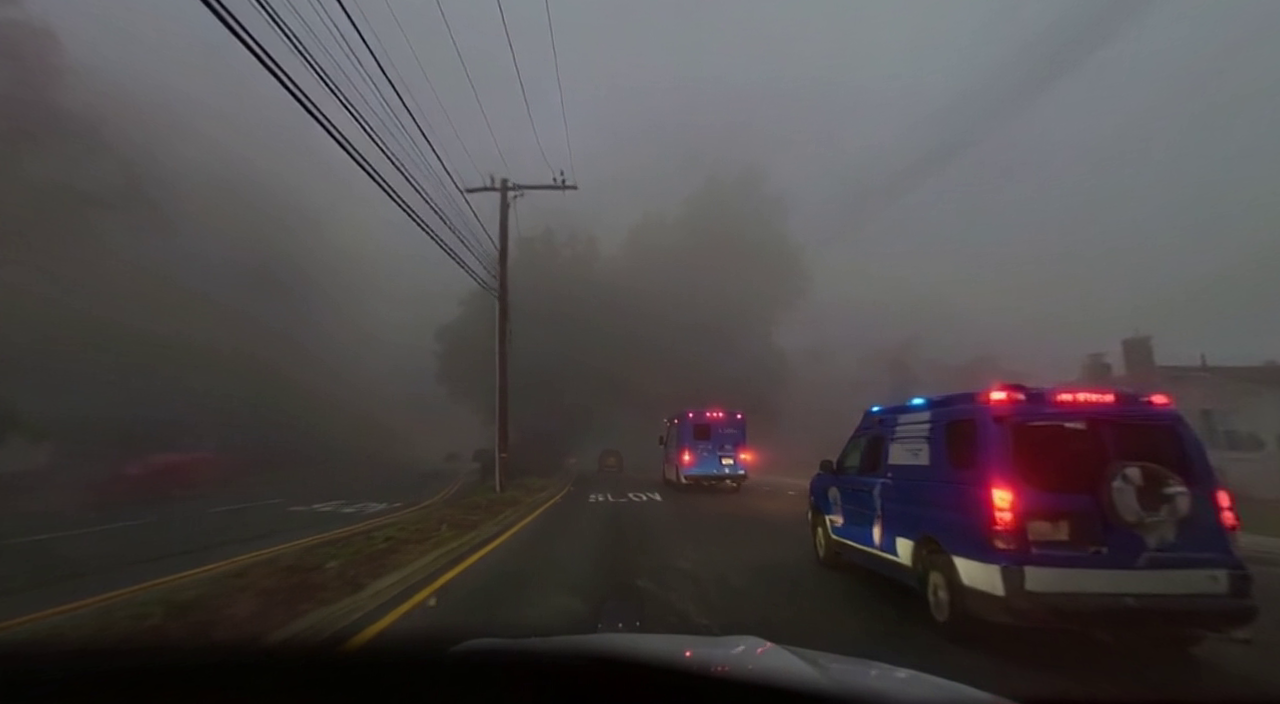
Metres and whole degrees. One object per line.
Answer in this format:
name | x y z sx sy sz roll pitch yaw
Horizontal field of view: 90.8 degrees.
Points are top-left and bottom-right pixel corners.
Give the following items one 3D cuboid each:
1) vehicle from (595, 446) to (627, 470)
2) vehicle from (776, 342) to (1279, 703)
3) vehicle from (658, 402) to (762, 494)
vehicle | -2.257 8.070 48.146 2.114 1.707 3.725 1 -8 -7
vehicle | 2.954 1.239 5.628 2.194 1.922 4.822 0 -8 -3
vehicle | 2.138 3.209 21.368 2.406 2.687 5.521 1 -8 -5
